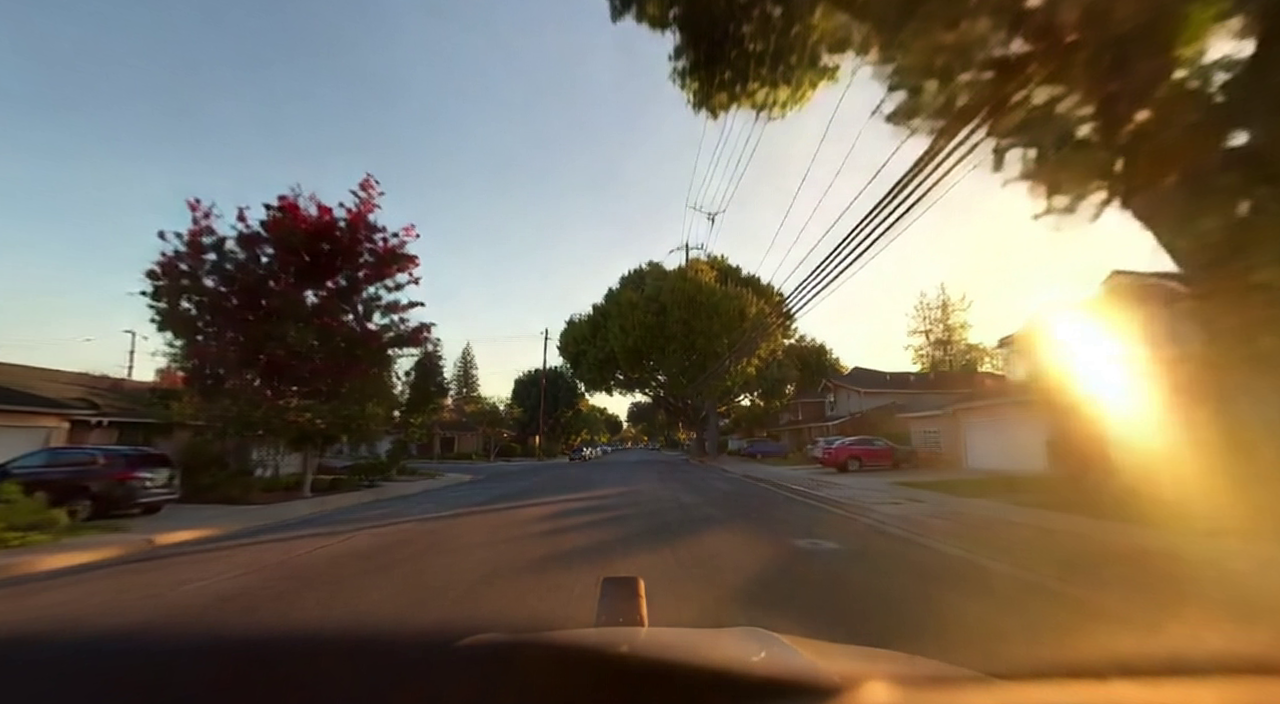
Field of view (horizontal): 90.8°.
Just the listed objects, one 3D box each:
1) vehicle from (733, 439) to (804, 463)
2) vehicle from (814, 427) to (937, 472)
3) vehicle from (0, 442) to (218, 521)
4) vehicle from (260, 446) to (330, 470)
[{"bbox_3d":[9.599,7.385,47.419,4.846,1.577,2.146,-2,-8,0],"label":"vehicle"},{"bbox_3d":[10.409,4.340,28.298,4.686,1.786,2.019,-3,-8,6],"label":"vehicle"},{"bbox_3d":[-12.574,2.799,14.070,4.893,1.567,2.105,0,-8,4],"label":"vehicle"},{"bbox_3d":[-27.088,8.315,49.647,4.360,1.582,1.920,-2,-8,-2],"label":"vehicle"}]
